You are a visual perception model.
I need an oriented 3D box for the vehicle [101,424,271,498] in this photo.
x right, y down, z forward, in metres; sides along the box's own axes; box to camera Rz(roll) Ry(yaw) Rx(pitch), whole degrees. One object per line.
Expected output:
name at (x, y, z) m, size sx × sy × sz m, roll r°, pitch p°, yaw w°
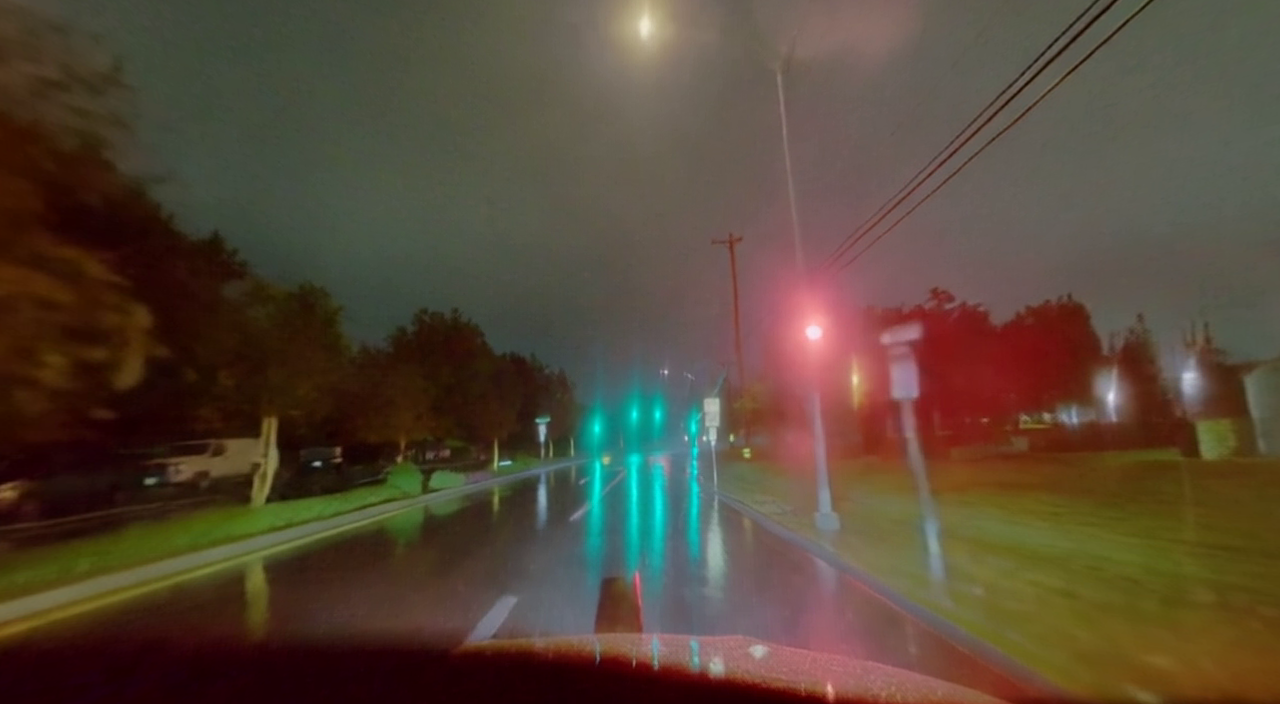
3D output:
vehicle at (-18.035, 4.362, 25.564) m, size 2.327 × 2.595 × 6.045 m, roll -1°, pitch -9°, yaw 0°

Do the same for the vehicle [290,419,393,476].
vehicle at (-18.313, 5.942, 39.162) m, size 2.739 × 3.171 × 7.030 m, roll 1°, pitch -8°, yaw 1°

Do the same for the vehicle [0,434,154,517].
vehicle at (-17.017, 3.555, 18.547) m, size 2.273 × 2.115 × 4.667 m, roll 1°, pitch -9°, yaw -12°
